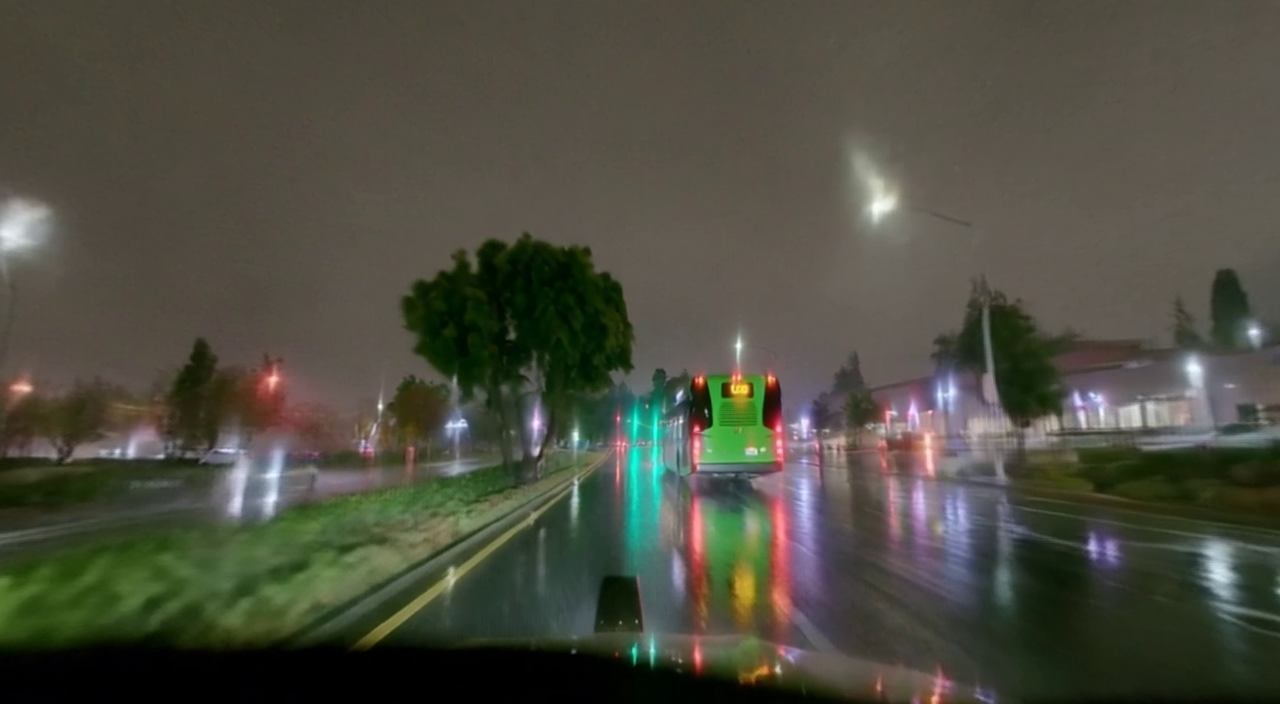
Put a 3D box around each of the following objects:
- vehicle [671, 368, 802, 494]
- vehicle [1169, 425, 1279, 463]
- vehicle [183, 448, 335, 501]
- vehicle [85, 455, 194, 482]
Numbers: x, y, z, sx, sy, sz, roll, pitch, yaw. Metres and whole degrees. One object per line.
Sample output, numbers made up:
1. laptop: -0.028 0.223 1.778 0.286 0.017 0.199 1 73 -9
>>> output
1. vehicle: 2.753 2.718 21.188 2.766 3.306 9.281 0 -8 -1
2. vehicle: 23.993 3.600 24.685 4.659 1.434 1.900 -1 -8 2
3. vehicle: -12.412 3.984 20.955 2.081 1.492 4.668 0 -8 1
4. vehicle: -31.813 7.375 40.116 1.983 1.531 5.126 -8 -11 44
